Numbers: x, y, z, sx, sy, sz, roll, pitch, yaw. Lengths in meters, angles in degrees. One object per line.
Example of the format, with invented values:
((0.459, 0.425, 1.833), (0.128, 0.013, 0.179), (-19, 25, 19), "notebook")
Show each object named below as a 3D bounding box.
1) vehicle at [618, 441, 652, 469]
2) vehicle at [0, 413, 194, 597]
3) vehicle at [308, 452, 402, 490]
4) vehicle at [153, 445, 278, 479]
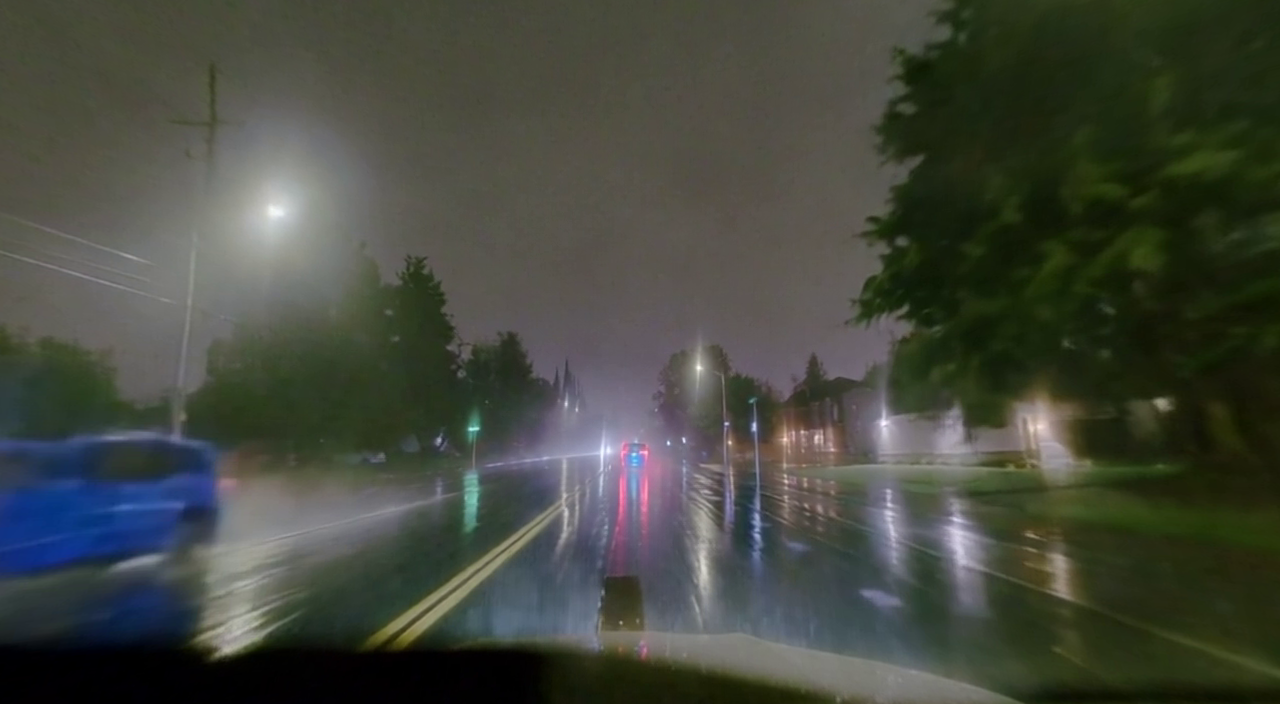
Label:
((-0.310, 7.063, 43.603), (2.230, 1.827, 4.298), (0, -8, 0), "vehicle")
((-7.069, 1.494, 6.310), (2.065, 1.719, 4.265), (0, -8, 0), "vehicle")
((-12.424, 5.207, 27.918), (2.090, 1.478, 4.376), (0, -8, 1), "vehicle")
((-21.106, 5.474, 31.542), (4.773, 1.625, 1.933), (0, -8, -2), "vehicle")
